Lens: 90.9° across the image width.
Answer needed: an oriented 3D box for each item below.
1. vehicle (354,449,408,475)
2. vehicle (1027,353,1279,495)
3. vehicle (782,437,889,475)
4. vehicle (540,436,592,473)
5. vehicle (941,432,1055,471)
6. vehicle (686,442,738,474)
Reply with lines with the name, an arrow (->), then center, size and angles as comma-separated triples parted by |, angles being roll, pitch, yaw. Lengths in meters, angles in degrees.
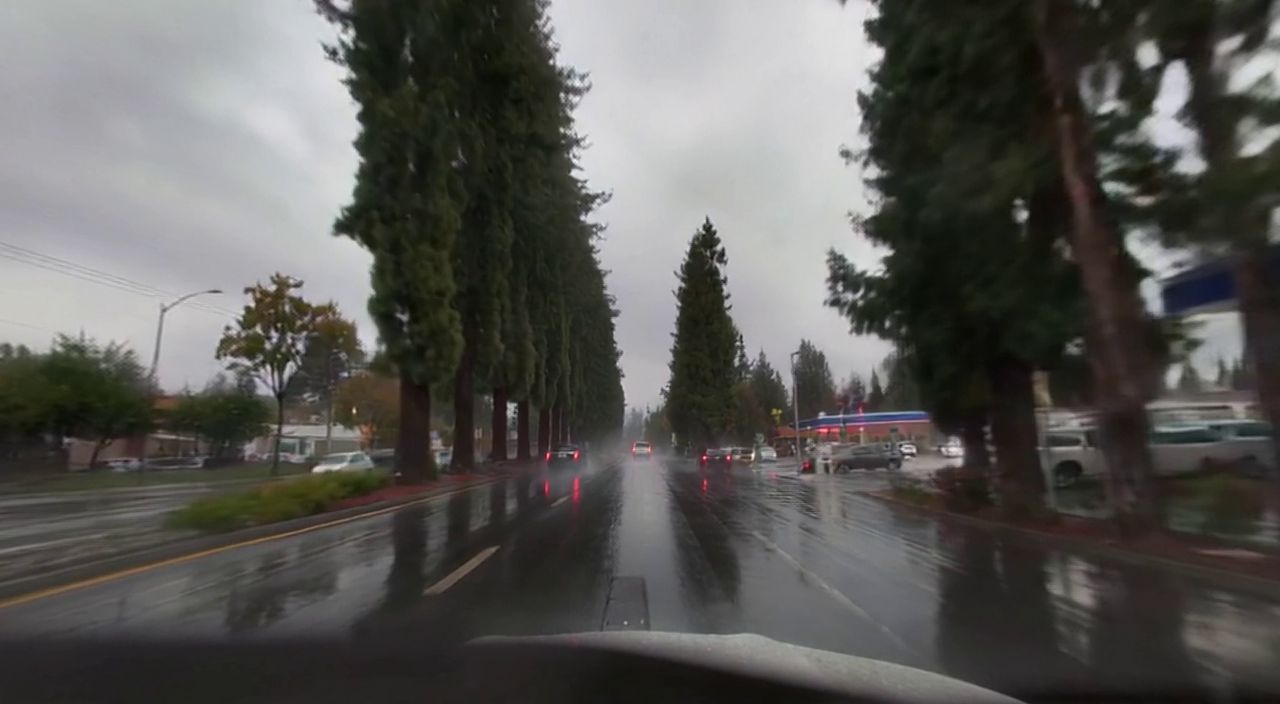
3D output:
vehicle -> -16.046, 6.764, 38.969 | 1.839, 1.478, 4.437 | 7, -11, -38
vehicle -> 15.469, 2.243, 18.125 | 3.133, 3.133, 8.198 | -1, -9, -2
vehicle -> 9.554, 5.098, 31.045 | 4.526, 1.768, 2.056 | 1, -9, -9
vehicle -> -3.621, 5.105, 31.591 | 2.051, 1.747, 4.370 | 0, -8, 1
vehicle -> 16.970, 4.722, 30.045 | 4.107, 1.487, 1.937 | -5, -7, 2
vehicle -> 3.508, 5.281, 31.642 | 2.010, 1.486, 4.498 | 0, -8, -1
